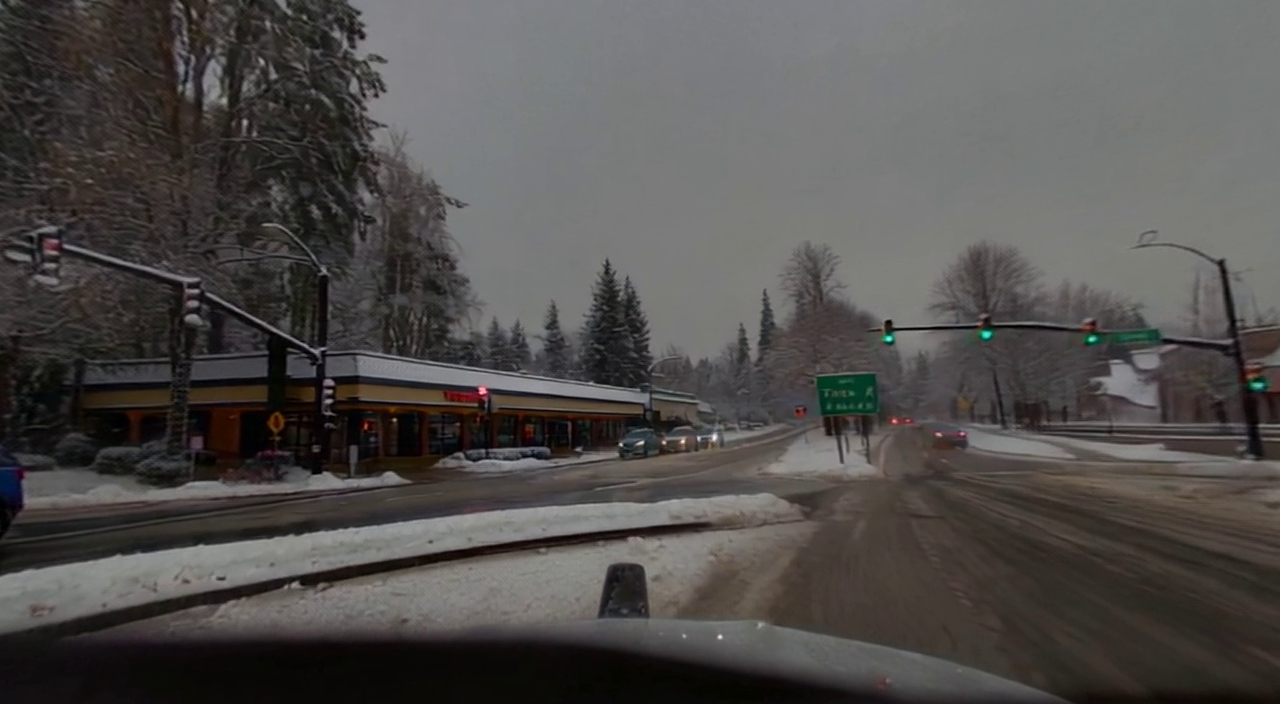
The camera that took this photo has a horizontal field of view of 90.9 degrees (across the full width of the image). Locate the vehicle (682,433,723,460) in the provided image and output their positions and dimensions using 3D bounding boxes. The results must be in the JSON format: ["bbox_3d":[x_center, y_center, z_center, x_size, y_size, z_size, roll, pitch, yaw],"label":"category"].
[{"bbox_3d":[3.849,5.709,38.275,1.920,1.546,4.086,-2,-8,14],"label":"vehicle"}]

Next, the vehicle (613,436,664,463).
[{"bbox_3d":[-0.019,5.869,38.197,2.111,1.499,4.371,-2,-8,13],"label":"vehicle"}]
